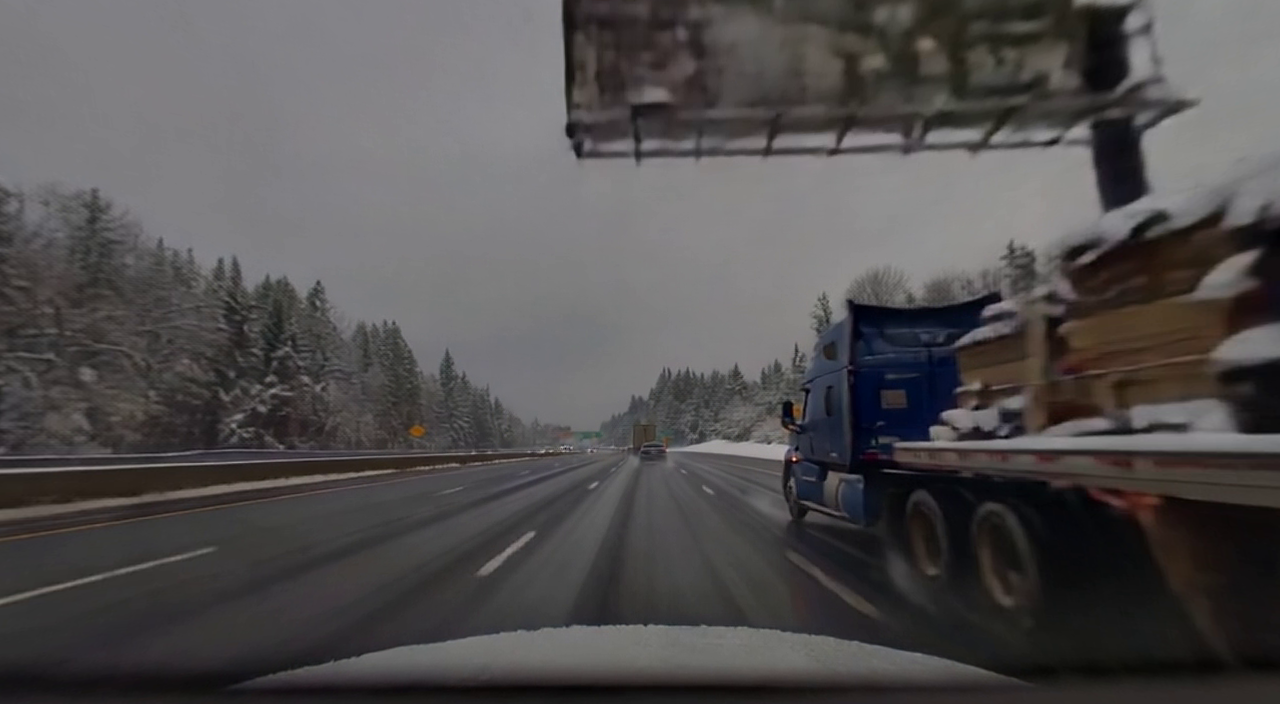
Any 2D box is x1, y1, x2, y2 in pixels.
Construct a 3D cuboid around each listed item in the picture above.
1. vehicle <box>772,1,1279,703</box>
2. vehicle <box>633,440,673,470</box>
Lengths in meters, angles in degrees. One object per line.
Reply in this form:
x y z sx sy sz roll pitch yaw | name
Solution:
4.083 0.453 7.589 3.071 3.888 8.330 0 -8 -1 | vehicle
0.652 5.575 34.305 2.042 1.528 4.300 0 -8 0 | vehicle
